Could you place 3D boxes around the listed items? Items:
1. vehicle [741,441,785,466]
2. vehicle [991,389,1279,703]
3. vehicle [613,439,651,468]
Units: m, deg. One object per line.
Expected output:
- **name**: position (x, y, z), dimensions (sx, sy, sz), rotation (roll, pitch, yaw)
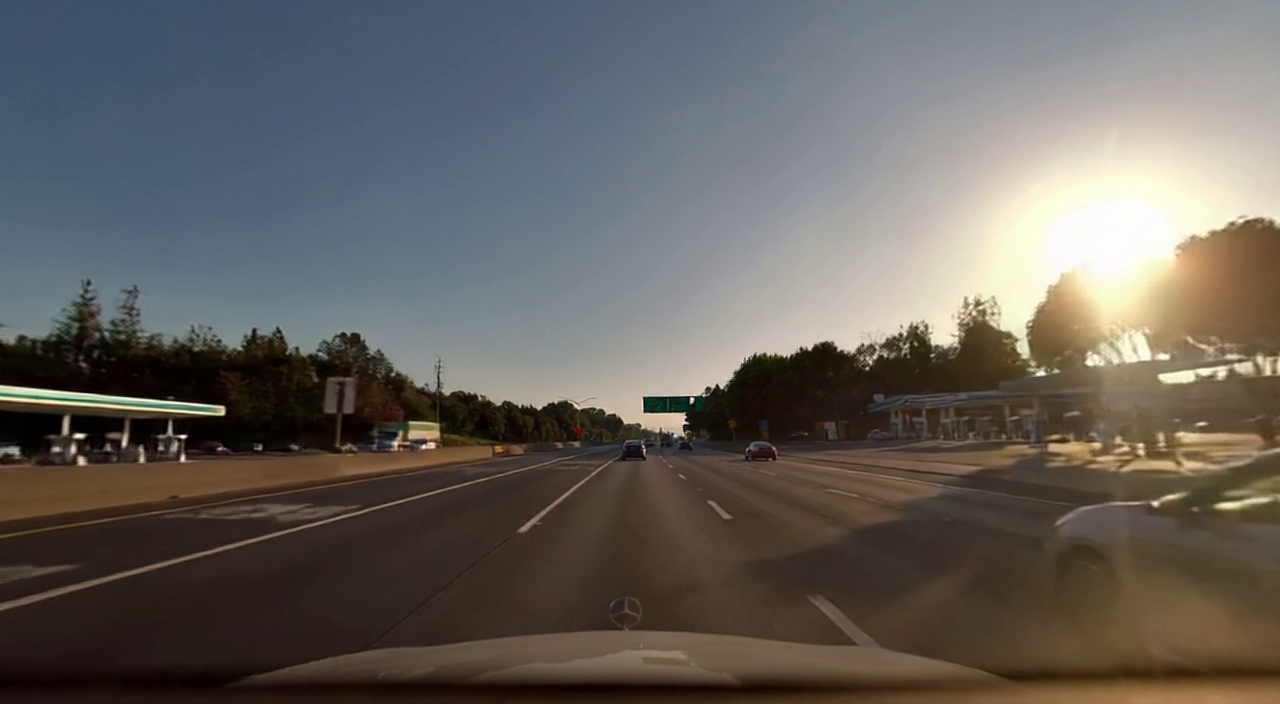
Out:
- **vehicle**: position (7.639, 6.317, 39.574), dimensions (1.867, 1.463, 4.295), rotation (0, -8, -1)
- **vehicle**: position (3.539, 0.833, 2.032), dimensions (2.172, 1.490, 4.668), rotation (0, -8, 1)
- **vehicle**: position (-0.448, 5.592, 34.925), dimensions (1.999, 1.473, 4.351), rotation (0, -8, -1)
